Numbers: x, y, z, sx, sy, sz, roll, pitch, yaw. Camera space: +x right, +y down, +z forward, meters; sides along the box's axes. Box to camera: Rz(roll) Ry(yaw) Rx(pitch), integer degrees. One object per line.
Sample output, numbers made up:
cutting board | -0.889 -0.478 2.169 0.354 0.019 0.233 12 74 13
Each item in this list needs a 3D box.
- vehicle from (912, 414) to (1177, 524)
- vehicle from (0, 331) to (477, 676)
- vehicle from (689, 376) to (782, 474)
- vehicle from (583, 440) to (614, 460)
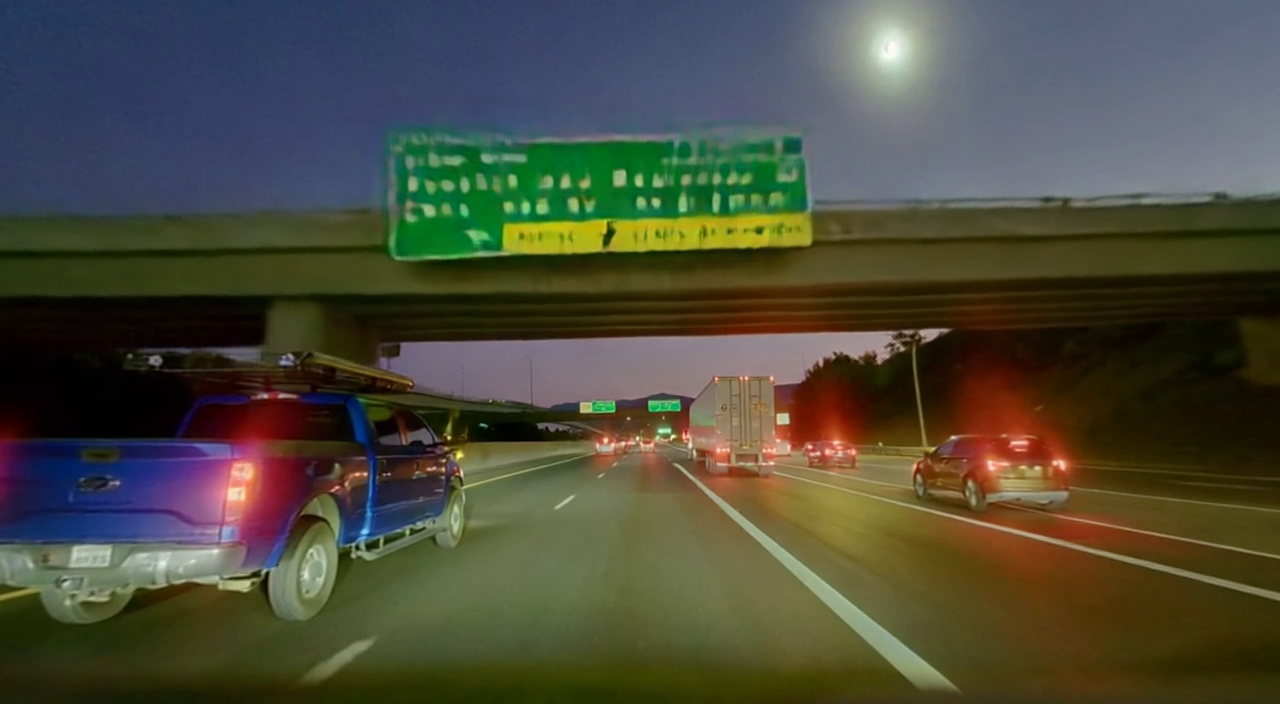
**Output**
vehicle | 7.334 2.169 12.214 1.999 1.700 4.640 0 -8 0
vehicle | -3.959 1.350 6.971 2.599 2.054 6.288 0 -8 0
vehicle | 4.435 3.968 32.577 2.885 4.036 12.891 0 -8 0
vehicle | -3.220 7.716 49.650 2.077 1.446 4.106 0 -8 0
